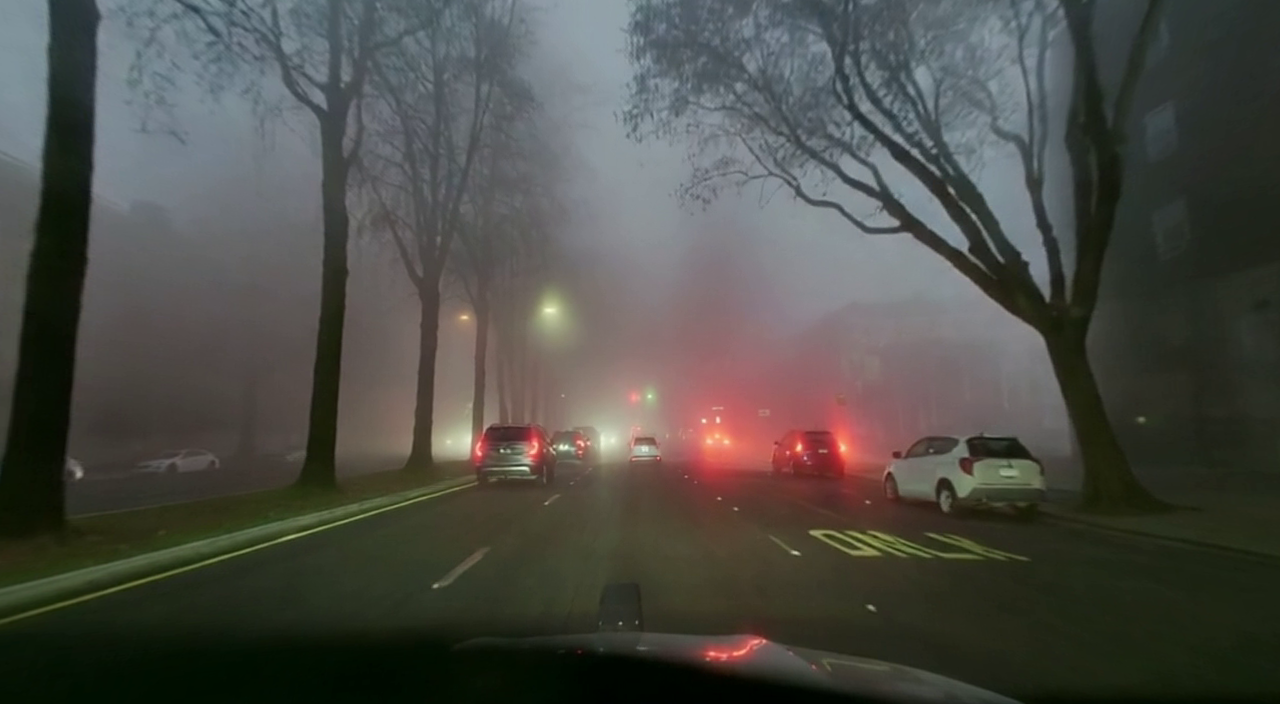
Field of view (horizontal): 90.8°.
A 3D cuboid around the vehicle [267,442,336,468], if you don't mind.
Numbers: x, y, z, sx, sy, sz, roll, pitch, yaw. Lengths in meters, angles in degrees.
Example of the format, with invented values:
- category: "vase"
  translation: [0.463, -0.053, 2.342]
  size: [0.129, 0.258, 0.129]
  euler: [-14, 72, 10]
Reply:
- category: "vehicle"
  translation: [-22.455, 6.823, 42.119]
  size: [2.148, 1.607, 4.428]
  euler: [0, -8, -1]

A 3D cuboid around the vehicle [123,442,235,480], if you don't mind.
- category: "vehicle"
  translation: [-22.248, 5.239, 30.762]
  size: [1.910, 1.632, 4.624]
  euler: [-1, -8, 0]

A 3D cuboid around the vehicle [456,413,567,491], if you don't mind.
- category: "vehicle"
  translation: [-3.559, 2.896, 18.534]
  size: [2.223, 1.957, 4.845]
  euler: [-1, -8, 0]

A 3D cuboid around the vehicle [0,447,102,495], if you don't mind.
- category: "vehicle"
  translation: [-21.993, 4.102, 21.937]
  size: [2.111, 1.554, 5.163]
  euler: [-1, -8, 0]

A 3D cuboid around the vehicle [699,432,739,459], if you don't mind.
- category: "vehicle"
  translation: [5.966, 7.114, 48.025]
  size: [2.300, 1.903, 4.579]
  euler: [0, -8, -2]

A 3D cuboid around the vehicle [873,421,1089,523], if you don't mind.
- category: "vehicle"
  translation: [6.619, 2.355, 12.909]
  size: [2.164, 1.727, 3.955]
  euler: [-1, -8, 0]

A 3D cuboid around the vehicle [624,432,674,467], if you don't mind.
- category: "vehicle"
  translation: [0.364, 4.859, 31.596]
  size: [2.201, 1.589, 3.843]
  euler: [0, -8, -3]

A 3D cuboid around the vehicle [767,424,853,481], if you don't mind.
- category: "vehicle"
  translation: [6.374, 3.842, 24.320]
  size: [1.997, 1.943, 4.409]
  euler: [0, -8, -1]
